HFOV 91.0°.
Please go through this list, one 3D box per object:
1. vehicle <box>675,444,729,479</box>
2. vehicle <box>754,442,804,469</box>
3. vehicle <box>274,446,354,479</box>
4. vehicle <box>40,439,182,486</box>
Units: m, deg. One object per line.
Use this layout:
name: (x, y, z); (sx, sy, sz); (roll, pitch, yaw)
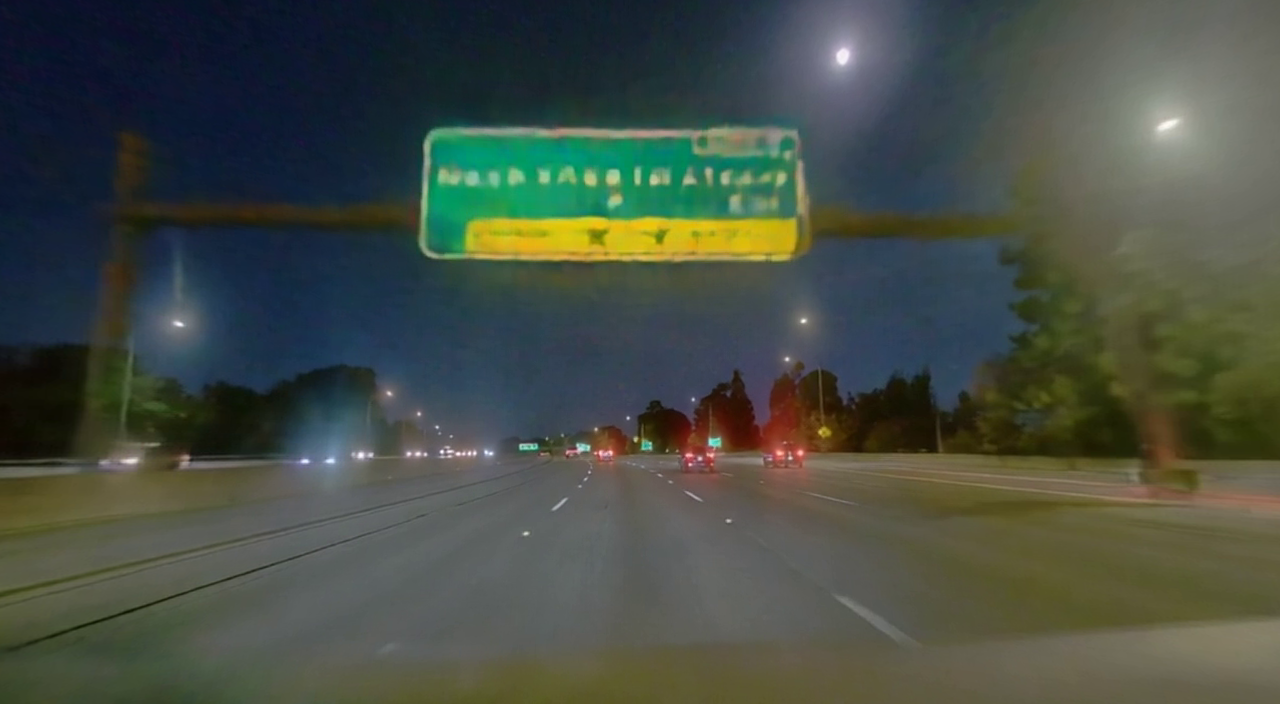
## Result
vehicle: (2.933, 5.300, 30.747); (1.975, 1.562, 3.823); (1, -9, -5)
vehicle: (9.202, 6.906, 42.061); (1.909, 1.634, 4.739); (1, -9, -5)
vehicle: (-17.480, 5.934, 34.081); (1.970, 1.627, 4.647); (0, -9, -2)
vehicle: (-24.768, 5.188, 29.839); (2.184, 1.991, 5.336); (0, -9, -2)
